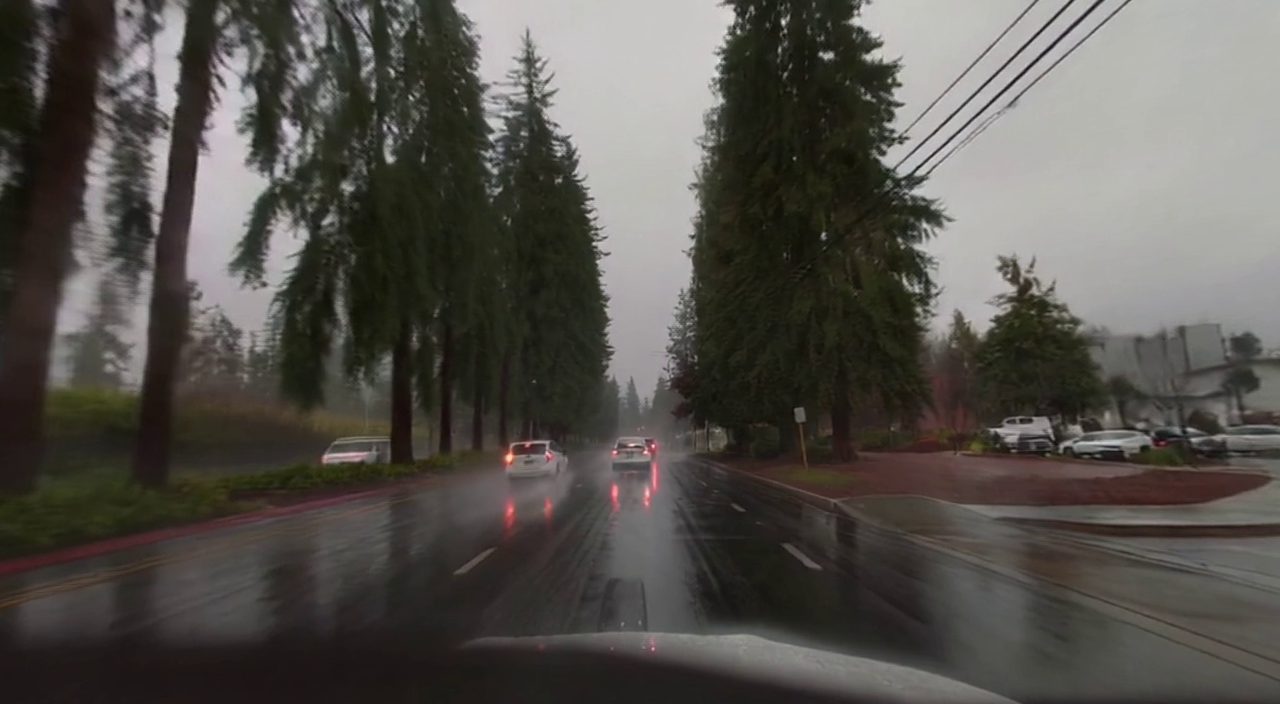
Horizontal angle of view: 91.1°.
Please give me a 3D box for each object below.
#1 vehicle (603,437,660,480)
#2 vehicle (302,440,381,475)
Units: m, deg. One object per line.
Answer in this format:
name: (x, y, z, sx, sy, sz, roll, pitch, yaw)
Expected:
vehicle: (-0.284, 4.027, 24.025, 1.991, 1.463, 3.988, 0, -8, 0)
vehicle: (-16.119, 5.697, 34.221, 2.061, 1.772, 4.501, 0, -8, 1)
